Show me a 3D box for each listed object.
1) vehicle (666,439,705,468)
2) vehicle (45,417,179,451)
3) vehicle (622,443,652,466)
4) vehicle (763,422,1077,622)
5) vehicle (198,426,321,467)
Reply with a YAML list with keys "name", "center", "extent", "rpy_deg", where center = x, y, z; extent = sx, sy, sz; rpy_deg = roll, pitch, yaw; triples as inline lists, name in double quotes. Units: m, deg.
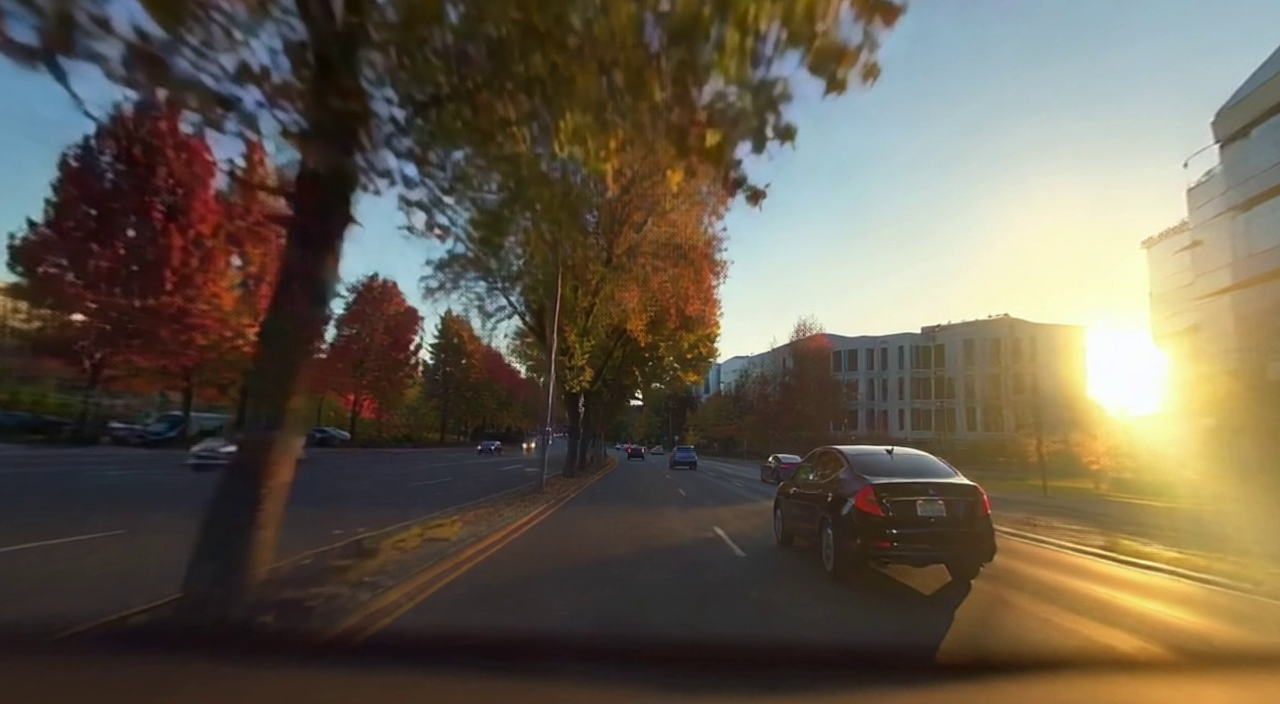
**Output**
- name: "vehicle"
  center: [3.039, 6.891, 42.915]
  extent: [2.154, 1.844, 4.634]
  rpy_deg: [0, -8, -1]
- name: "vehicle"
  center: [-26.949, 4.201, 32.300]
  extent: [4.787, 1.664, 2.211]
  rpy_deg: [0, -8, -1]
- name: "vehicle"
  center: [-0.239, 7.139, 44.029]
  extent: [1.991, 1.477, 3.814]
  rpy_deg: [0, -8, -1]
- name: "vehicle"
  center: [2.795, 1.744, 7.414]
  extent: [1.901, 1.634, 3.896]
  rpy_deg: [2, -8, 0]
- name: "vehicle"
  center: [-14.960, 3.762, 25.192]
  extent: [1.987, 1.475, 4.708]
  rpy_deg: [0, -8, 0]
